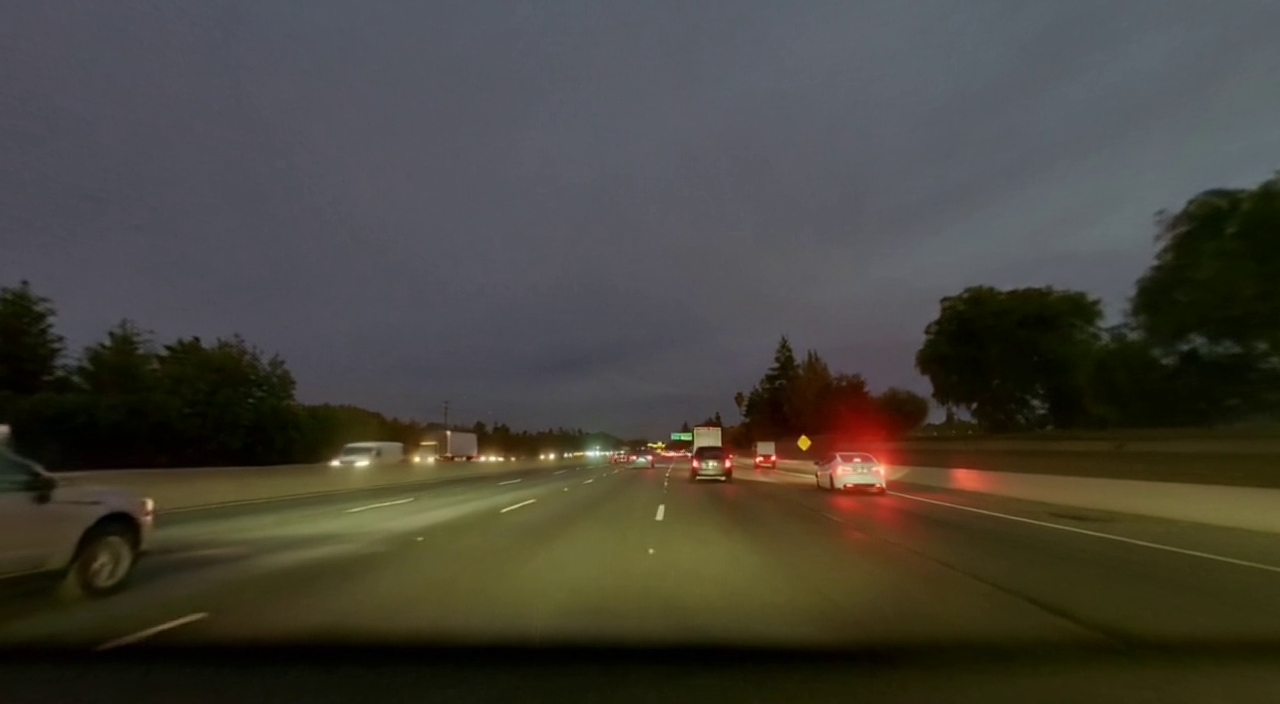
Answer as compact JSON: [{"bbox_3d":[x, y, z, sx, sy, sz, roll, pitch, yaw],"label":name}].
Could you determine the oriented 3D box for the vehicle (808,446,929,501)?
[{"bbox_3d":[6.831,3.653,19.559,2.146,1.482,4.665,0,-9,2],"label":"vehicle"}]

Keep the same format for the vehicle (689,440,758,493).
[{"bbox_3d":[2.926,4.120,23.166,2.103,1.717,4.399,0,-9,2],"label":"vehicle"}]

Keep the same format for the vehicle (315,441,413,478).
[{"bbox_3d":[-14.686,5.753,34.098,2.514,1.812,5.524,-1,-9,4],"label":"vehicle"}]

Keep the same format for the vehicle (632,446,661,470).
[{"bbox_3d":[0.538,8.051,48.143,1.988,1.696,4.754,-1,-9,4],"label":"vehicle"}]
